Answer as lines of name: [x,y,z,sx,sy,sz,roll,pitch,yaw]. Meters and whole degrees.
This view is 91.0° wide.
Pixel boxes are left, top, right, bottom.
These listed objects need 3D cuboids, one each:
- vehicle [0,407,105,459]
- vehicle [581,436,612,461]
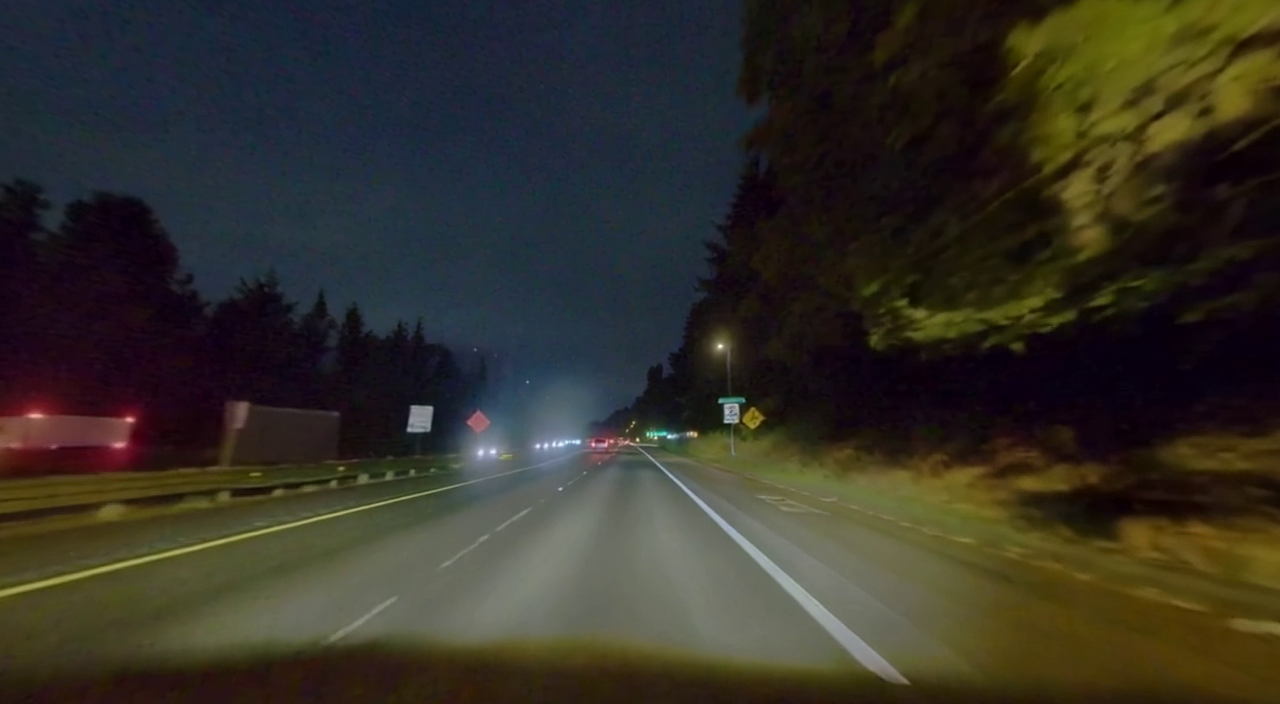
vehicle: [-38.978,5.129,39.345,2.930,3.039,9.292,0,-8,0]
vehicle: [-3.338,7.456,48.980,2.188,1.825,4.282,0,-8,-2]
